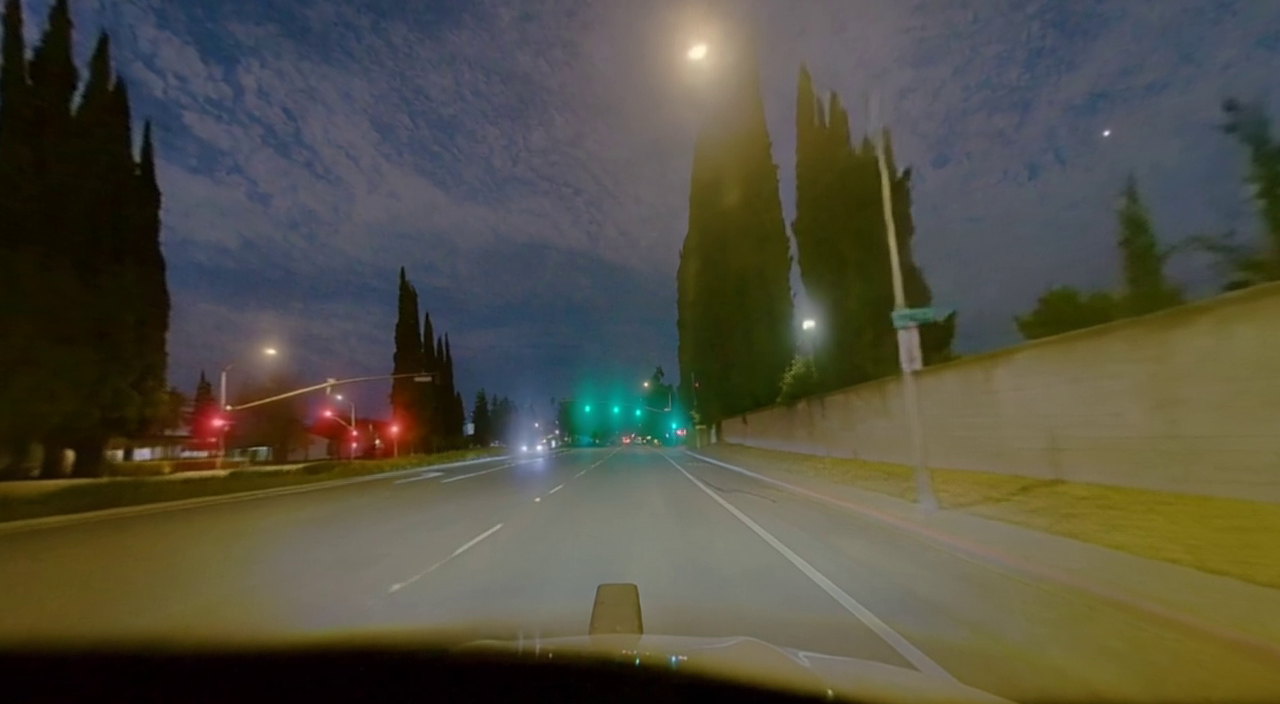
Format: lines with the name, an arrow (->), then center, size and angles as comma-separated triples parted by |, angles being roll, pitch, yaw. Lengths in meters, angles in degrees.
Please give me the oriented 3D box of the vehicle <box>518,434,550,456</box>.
vehicle -> -7.904, 6.991, 47.202 | 1.783, 1.501, 4.307 | -1, -8, -1
